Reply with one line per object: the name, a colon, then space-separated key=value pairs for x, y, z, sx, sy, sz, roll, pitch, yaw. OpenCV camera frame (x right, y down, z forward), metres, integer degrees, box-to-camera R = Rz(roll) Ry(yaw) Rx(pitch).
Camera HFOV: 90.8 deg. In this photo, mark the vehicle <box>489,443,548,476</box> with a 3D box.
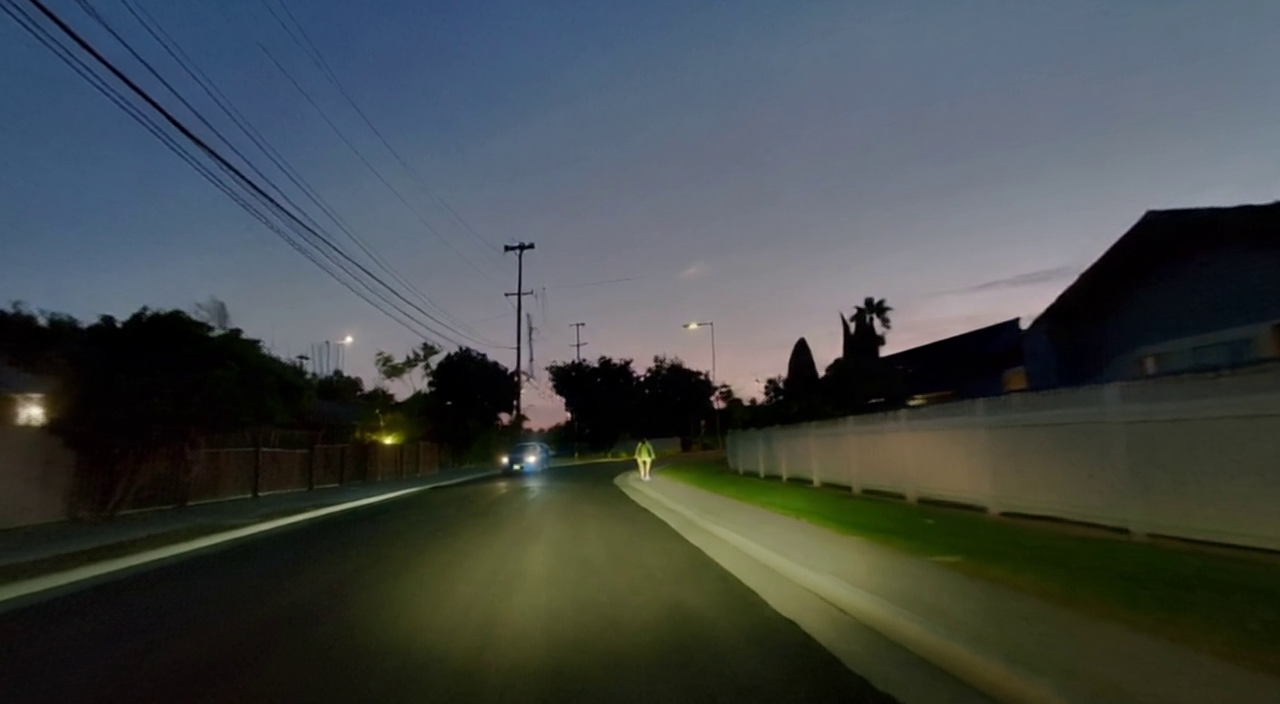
vehicle: x=-6.735 y=6.021 z=35.691 sx=2.208 sy=1.758 sz=4.529 roll=0 pitch=-8 yaw=3
